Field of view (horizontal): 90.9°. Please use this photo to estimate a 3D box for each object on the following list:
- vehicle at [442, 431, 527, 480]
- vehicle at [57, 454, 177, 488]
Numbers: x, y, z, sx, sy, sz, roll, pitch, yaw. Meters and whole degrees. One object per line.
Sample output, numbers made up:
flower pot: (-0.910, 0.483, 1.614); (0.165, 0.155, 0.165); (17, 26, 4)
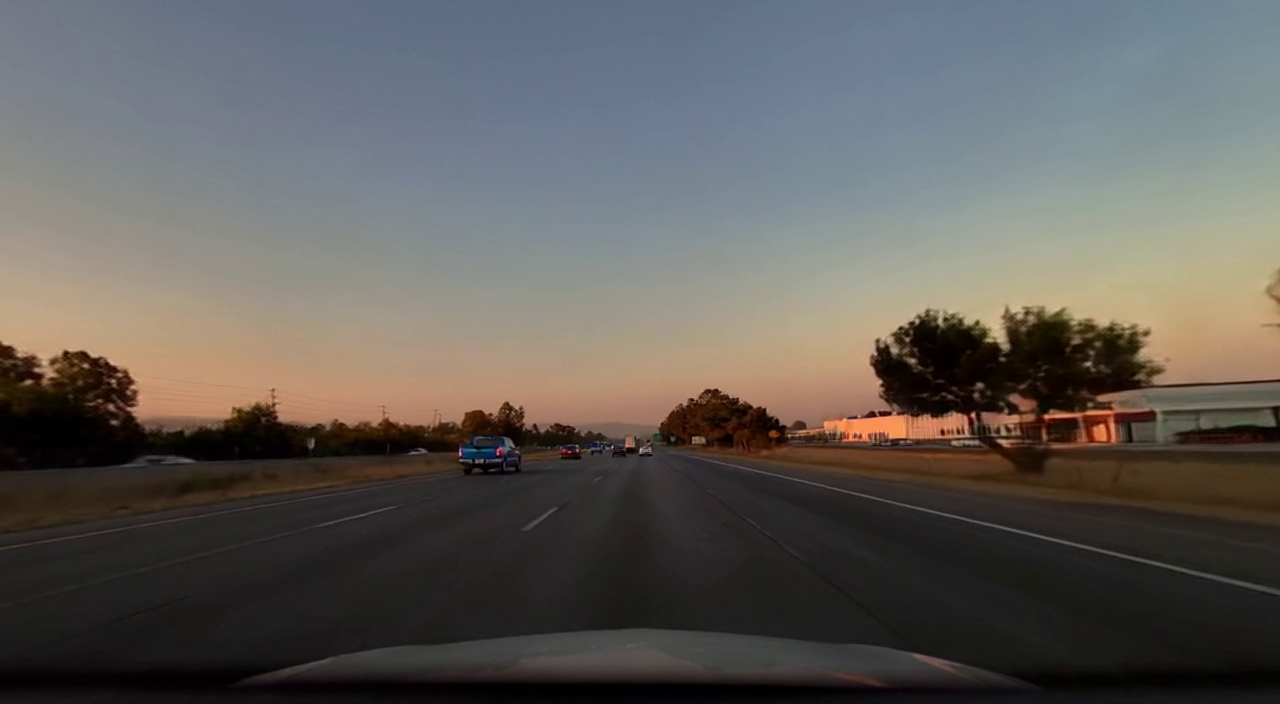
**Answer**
vehicle: (-6.716, 4.553, 28.072); (2.156, 1.911, 5.956); (0, -8, 1)
vehicle: (-25.782, 5.843, 31.350); (1.881, 1.503, 4.705); (0, -8, 1)
